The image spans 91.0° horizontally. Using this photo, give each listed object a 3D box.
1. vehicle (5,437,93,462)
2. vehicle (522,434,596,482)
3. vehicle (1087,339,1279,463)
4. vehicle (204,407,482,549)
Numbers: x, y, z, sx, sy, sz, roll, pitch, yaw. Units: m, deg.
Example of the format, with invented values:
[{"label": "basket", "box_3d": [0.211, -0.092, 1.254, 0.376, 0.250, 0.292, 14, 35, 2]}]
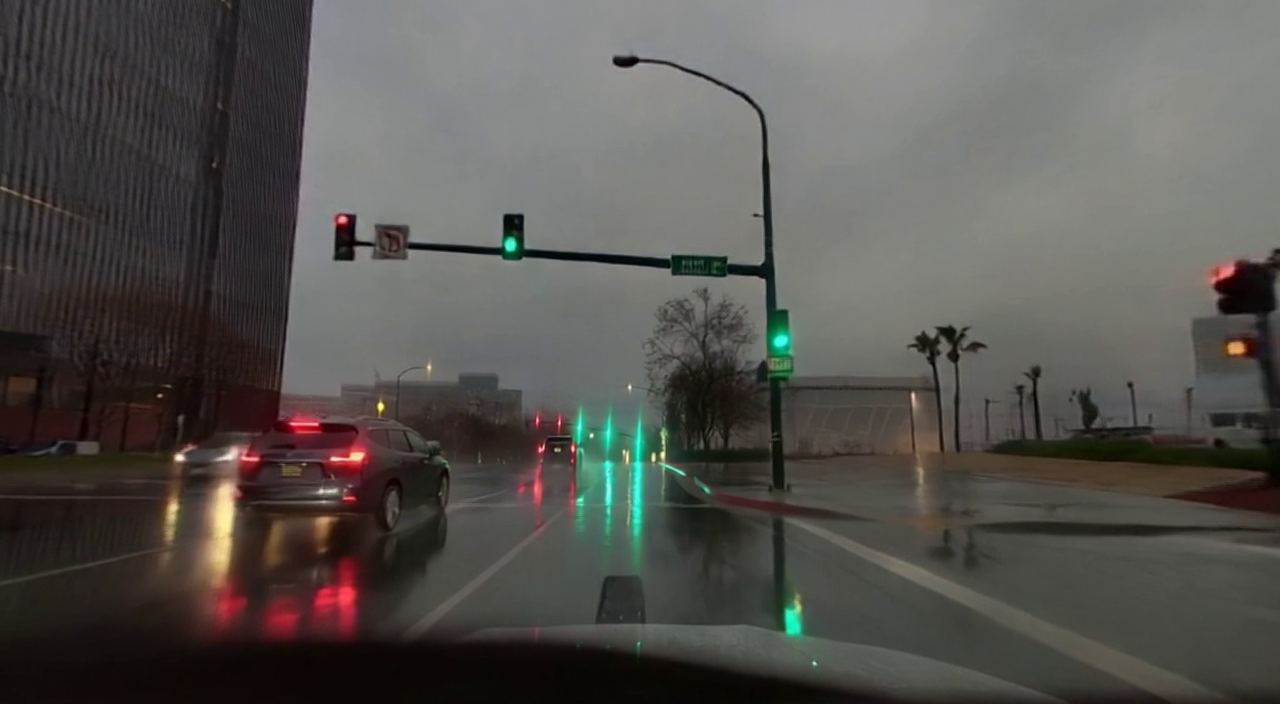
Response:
[{"label": "vehicle", "box_3d": [-37.933, 6.295, 40.477, 3.794, 1.481, 1.758, 1, -10, 1]}, {"label": "vehicle", "box_3d": [-3.388, 4.568, 27.473, 2.384, 1.849, 5.009, 0, -8, 2]}, {"label": "vehicle", "box_3d": [15.828, 1.479, 16.880, 4.005, 2.827, 4.538, 2, -8, -10]}, {"label": "vehicle", "box_3d": [-4.323, 1.905, 10.252, 2.169, 1.741, 4.588, 0, -8, 1]}]
